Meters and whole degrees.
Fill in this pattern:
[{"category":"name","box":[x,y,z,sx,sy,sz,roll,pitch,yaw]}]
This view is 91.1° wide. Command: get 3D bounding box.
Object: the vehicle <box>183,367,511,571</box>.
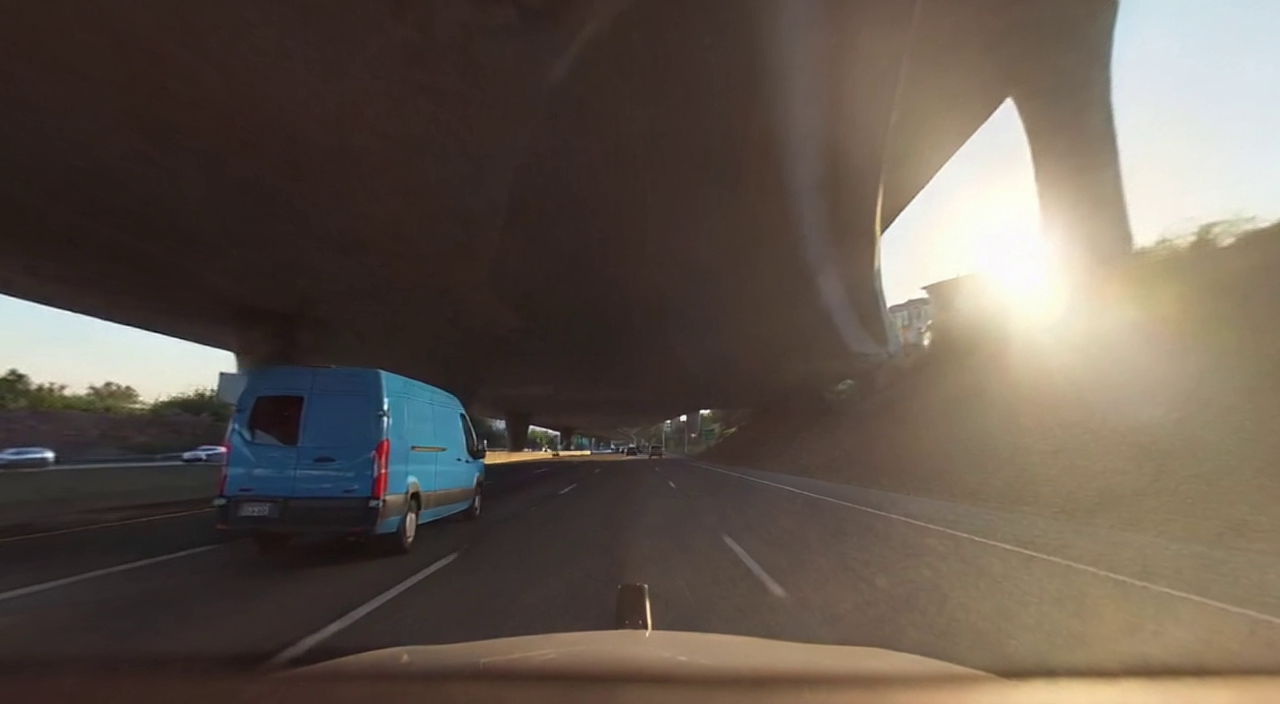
[{"category":"vehicle","box":[-3.797,1.687,9.714,2.372,2.248,5.393,0,-9,1]}]
